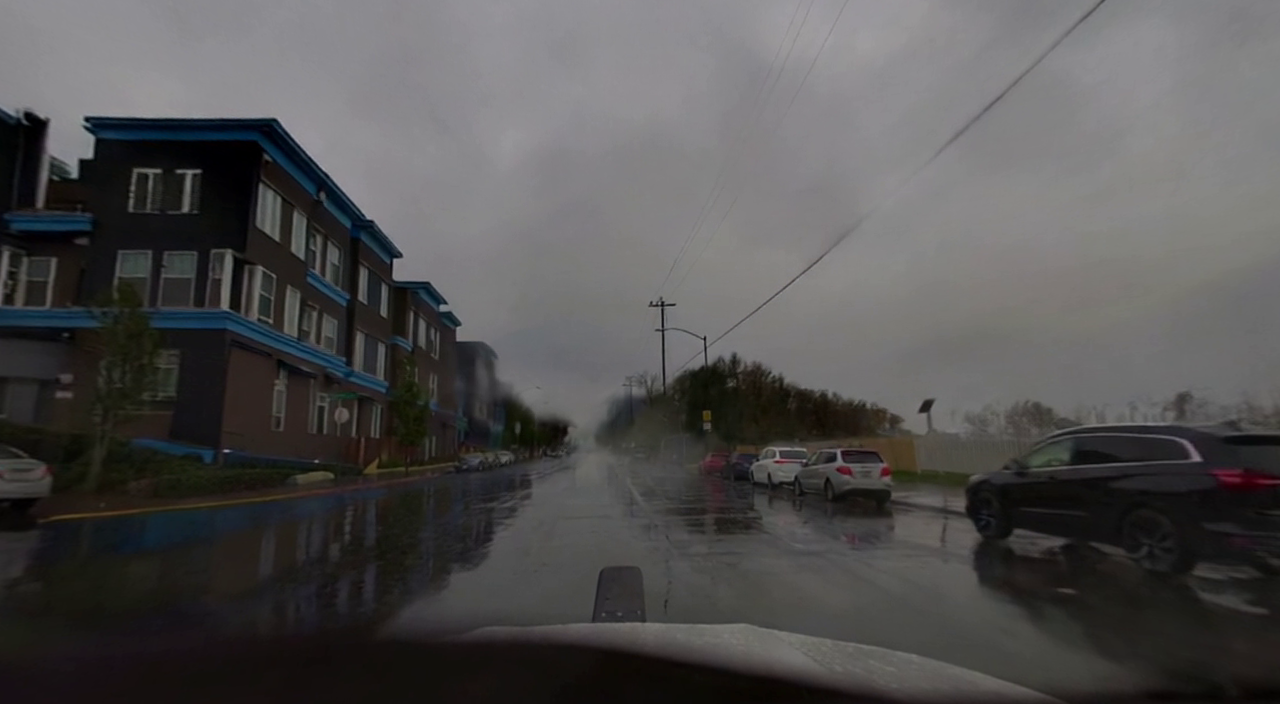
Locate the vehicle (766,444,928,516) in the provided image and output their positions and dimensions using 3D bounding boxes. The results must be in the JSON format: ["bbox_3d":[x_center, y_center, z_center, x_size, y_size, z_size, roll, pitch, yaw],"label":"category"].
[{"bbox_3d":[5.081,3.197,16.432,2.122,1.554,4.777,1,-9,-7],"label":"vehicle"}]

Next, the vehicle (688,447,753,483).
[{"bbox_3d":[3.560,5.087,28.768,1.901,1.495,4.340,1,-8,-6],"label":"vehicle"}]

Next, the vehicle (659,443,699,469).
[{"bbox_3d":[2.710,7.334,44.739,2.386,1.752,4.376,0,-8,-2],"label":"vehicle"}]

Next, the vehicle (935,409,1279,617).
[{"bbox_3d":[5.960,1.690,7.667,1.917,1.704,4.840,1,-9,-7],"label":"vehicle"}]
